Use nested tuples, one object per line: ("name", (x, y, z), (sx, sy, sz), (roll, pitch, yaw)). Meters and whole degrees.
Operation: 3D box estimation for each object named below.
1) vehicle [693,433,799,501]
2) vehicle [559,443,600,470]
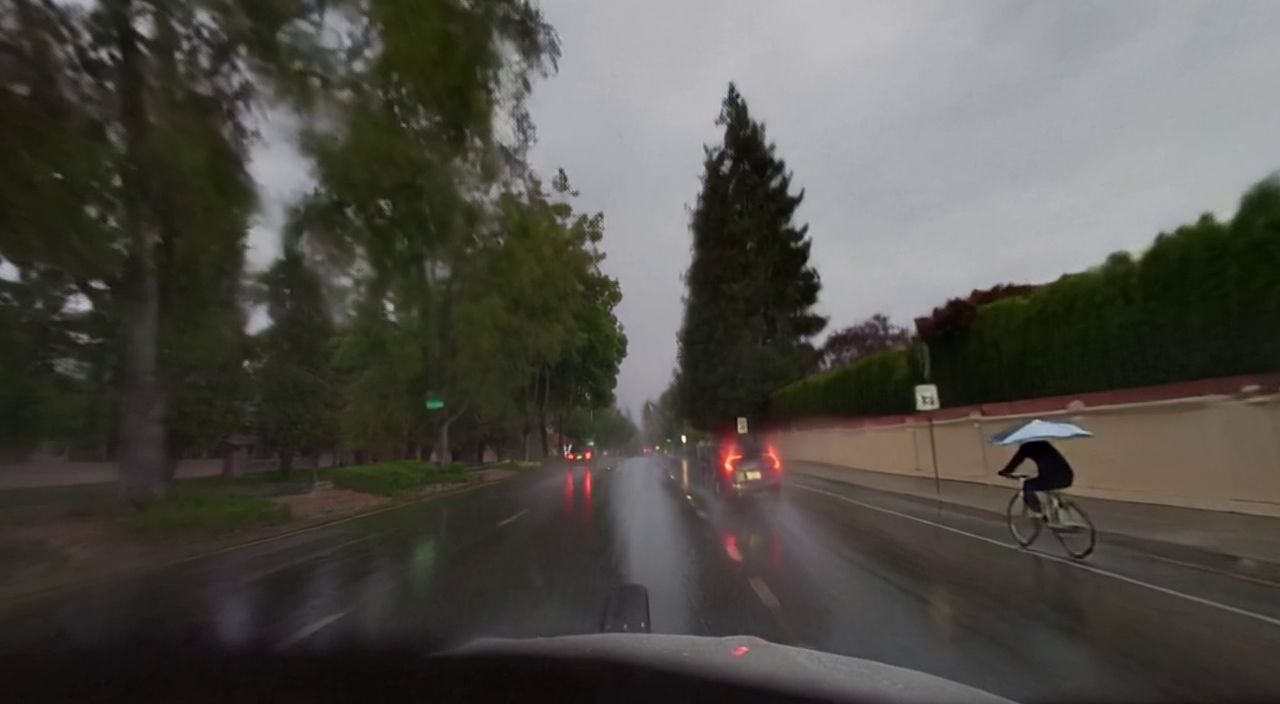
("vehicle", (2.624, 2.988, 16.761), (1.992, 1.511, 4.464), (-1, -9, 0))
("vehicle", (-3.640, 6.411, 38.783), (2.011, 1.480, 4.517), (-1, -9, 1))
